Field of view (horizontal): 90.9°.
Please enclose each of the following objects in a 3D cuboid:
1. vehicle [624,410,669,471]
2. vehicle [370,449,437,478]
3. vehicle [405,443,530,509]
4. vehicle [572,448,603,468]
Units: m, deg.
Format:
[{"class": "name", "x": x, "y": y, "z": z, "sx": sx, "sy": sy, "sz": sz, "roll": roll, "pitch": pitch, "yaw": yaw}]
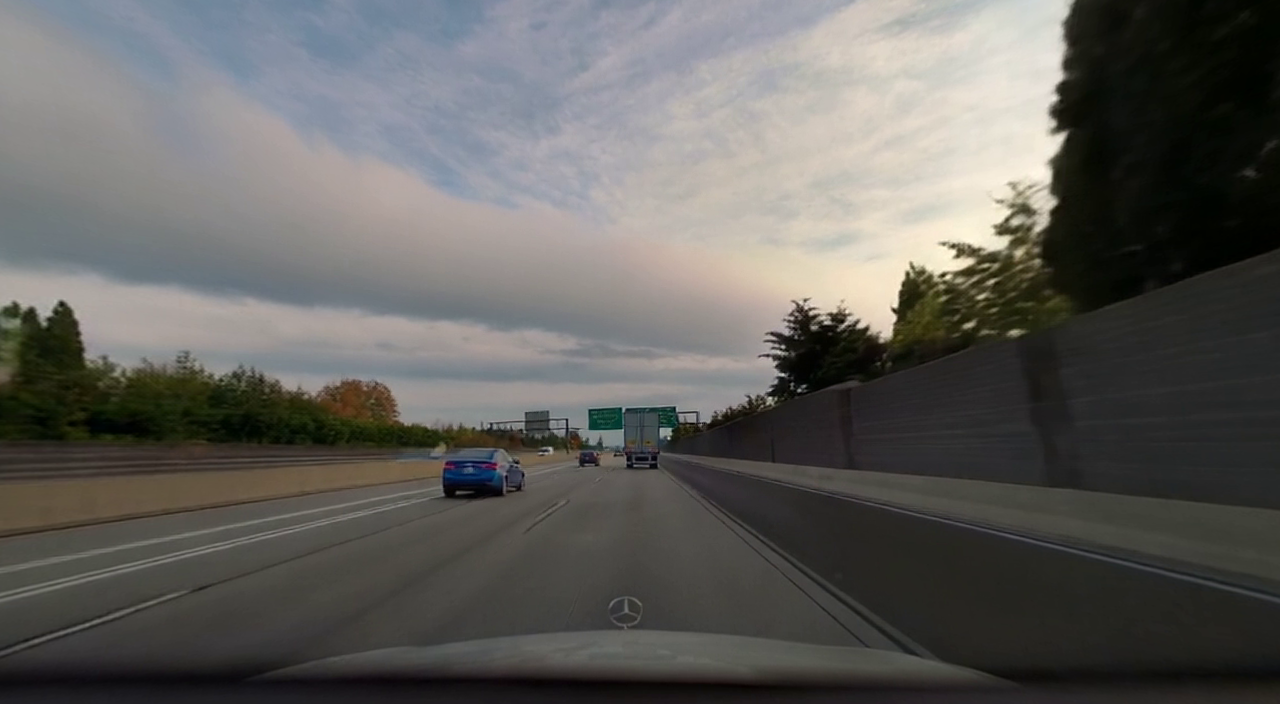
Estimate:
[{"class": "vehicle", "x": 0.491, "y": 6.768, "z": 47.807, "sx": 2.980, "sy": 4.051, "sz": 10.359, "roll": 0, "pitch": -9, "yaw": 1}, {"class": "vehicle", "x": -12.884, "y": 6.071, "z": 34.620, "sx": 1.992, "sy": 1.498, "sz": 4.289, "roll": 0, "pitch": -9, "yaw": 0}, {"class": "vehicle", "x": -4.387, "y": 3.214, "z": 16.875, "sx": 1.977, "sy": 1.478, "sz": 4.702, "roll": 0, "pitch": -9, "yaw": 0}, {"class": "vehicle", "x": -4.071, "y": 8.235, "z": 49.159, "sx": 1.974, "sy": 1.531, "sz": 4.429, "roll": 0, "pitch": -9, "yaw": 1}]
